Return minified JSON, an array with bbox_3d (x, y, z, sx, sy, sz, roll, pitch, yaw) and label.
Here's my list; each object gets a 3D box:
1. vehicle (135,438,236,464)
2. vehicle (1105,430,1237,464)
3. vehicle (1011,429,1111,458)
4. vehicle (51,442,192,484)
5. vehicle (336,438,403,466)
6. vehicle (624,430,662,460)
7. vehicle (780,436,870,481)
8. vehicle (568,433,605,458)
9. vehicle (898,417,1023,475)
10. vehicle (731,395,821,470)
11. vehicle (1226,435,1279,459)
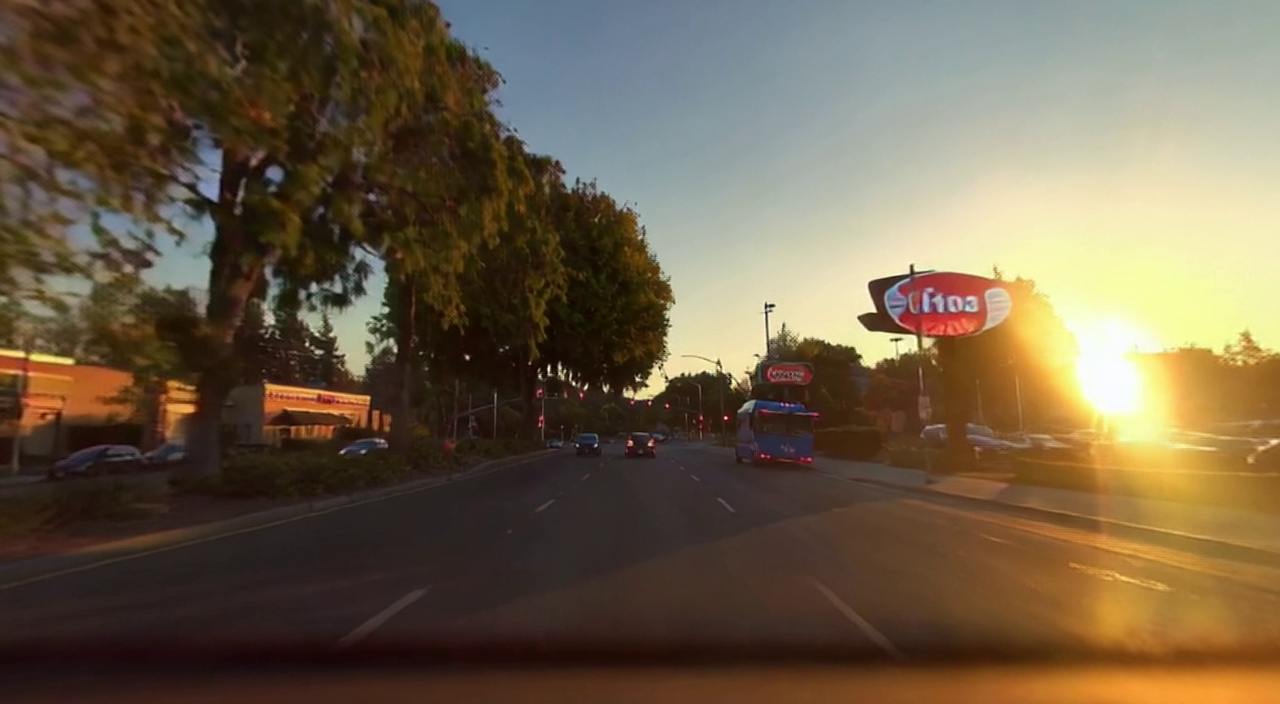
[{"bbox_3d":[-29.419,6.431,41.065,1.971,1.578,5.304,-2,-9,11],"label":"vehicle"},{"bbox_3d":[26.060,4.718,31.162,4.545,1.571,1.769,-5,-9,26],"label":"vehicle"},{"bbox_3d":[29.457,6.464,44.425,5.568,1.930,2.081,-5,-10,29],"label":"vehicle"},{"bbox_3d":[-22.756,4.868,27.994,1.936,1.654,4.857,-1,-9,3],"label":"vehicle"},{"bbox_3d":[-15.673,5.800,36.751,1.836,1.464,4.440,-1,-9,1],"label":"vehicle"},{"bbox_3d":[0.211,5.798,39.374,2.209,1.718,4.008,-1,-8,1],"label":"vehicle"},{"bbox_3d":[6.701,3.895,23.404,1.980,1.473,4.537,0,-9,0],"label":"vehicle"},{"bbox_3d":[-3.481,6.204,41.811,2.008,1.500,4.369,-1,-8,1],"label":"vehicle"},{"bbox_3d":[13.722,4.004,26.886,5.354,2.214,2.504,6,-11,-37],"label":"vehicle"},{"bbox_3d":[6.767,4.238,32.721,2.891,3.361,7.843,0,-8,0],"label":"vehicle"},{"bbox_3d":[43.332,6.632,44.061,3.960,1.458,1.980,2,-8,-25],"label":"vehicle"}]
